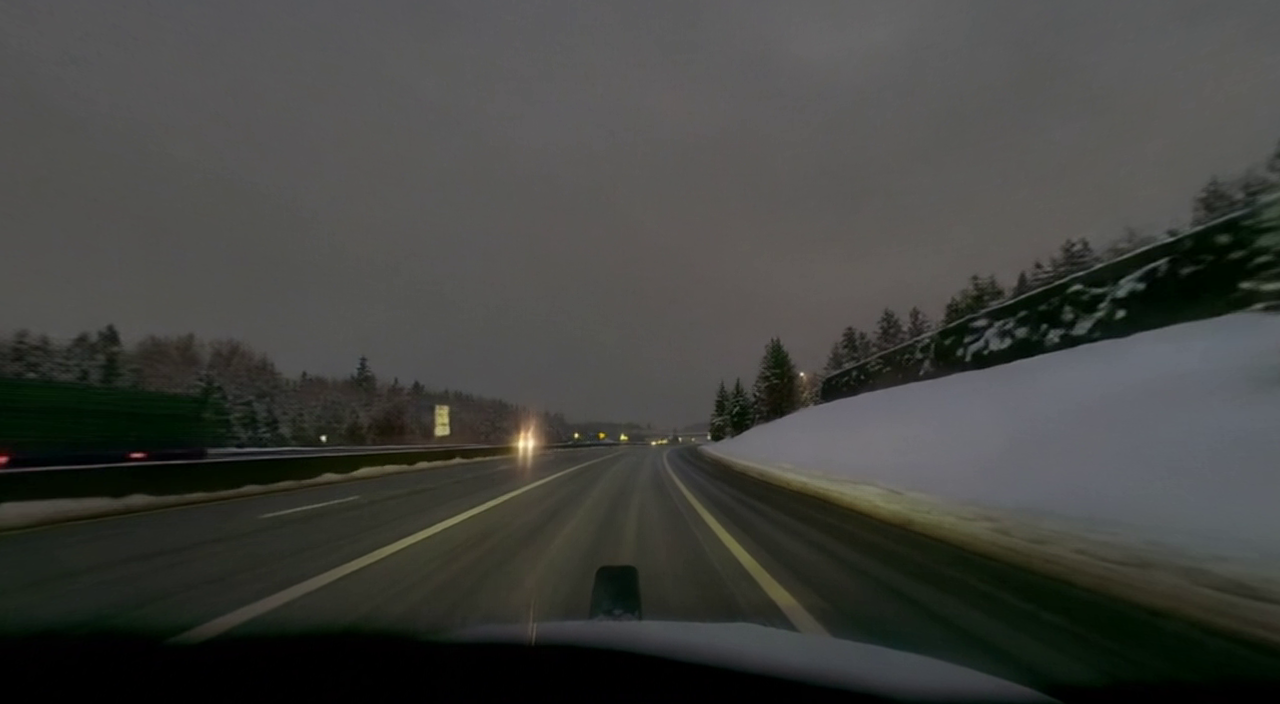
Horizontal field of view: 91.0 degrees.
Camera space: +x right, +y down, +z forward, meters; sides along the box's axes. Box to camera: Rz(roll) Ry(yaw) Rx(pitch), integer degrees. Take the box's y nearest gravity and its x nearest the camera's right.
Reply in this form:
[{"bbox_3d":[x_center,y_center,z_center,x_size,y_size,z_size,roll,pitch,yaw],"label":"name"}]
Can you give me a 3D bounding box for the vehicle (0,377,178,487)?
[{"bbox_3d":[-24.133,3.423,26.497,2.833,3.918,8.370,0,-8,0],"label":"vehicle"}]
